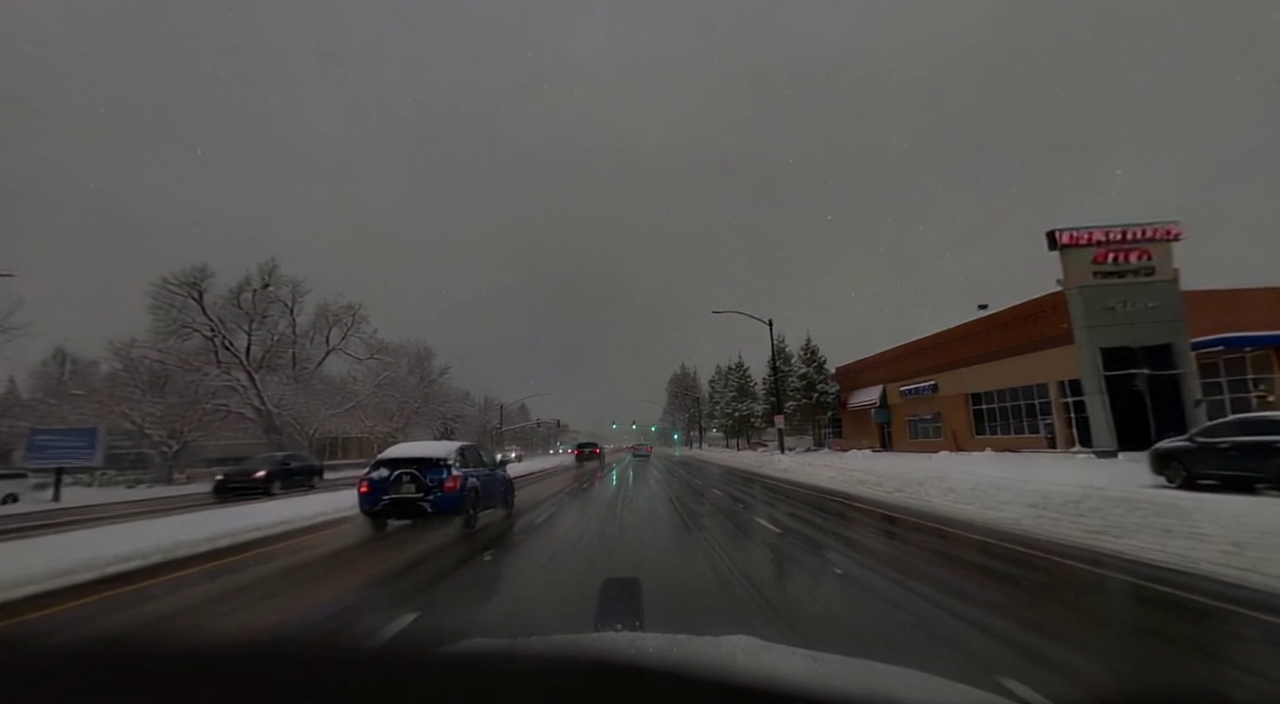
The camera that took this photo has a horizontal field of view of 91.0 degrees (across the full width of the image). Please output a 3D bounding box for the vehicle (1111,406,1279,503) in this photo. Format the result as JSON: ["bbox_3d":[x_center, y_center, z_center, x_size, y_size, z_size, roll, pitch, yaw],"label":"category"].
[{"bbox_3d":[12.878,2.131,13.198,2.072,1.769,5.000,0,-9,-1],"label":"vehicle"}]

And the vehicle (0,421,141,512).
[{"bbox_3d":[-22.985,4.552,25.552,2.843,3.351,3.542,2,-9,-15],"label":"vehicle"}]

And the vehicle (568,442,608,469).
[{"bbox_3d":[-3.010,6.160,37.490,1.939,1.496,4.309,0,-9,1],"label":"vehicle"}]

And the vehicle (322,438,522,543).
[{"bbox_3d":[-3.555,2.333,11.278,2.003,1.488,4.282,0,-9,0],"label":"vehicle"}]

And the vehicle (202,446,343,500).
[{"bbox_3d":[-12.301,4.036,21.513,2.075,1.636,4.464,0,-9,1],"label":"vehicle"}]

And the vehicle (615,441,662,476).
[{"bbox_3d":[-0.077,4.895,29.101,2.019,1.459,4.005,0,-9,-1],"label":"vehicle"}]
